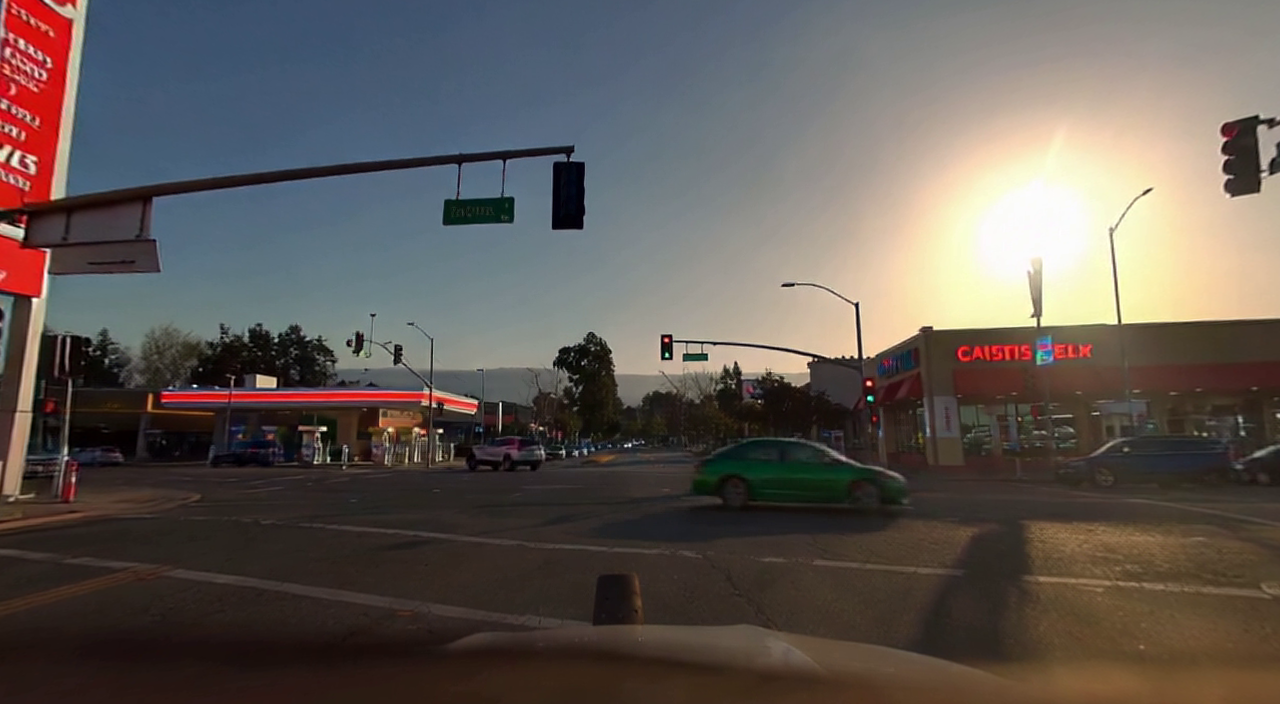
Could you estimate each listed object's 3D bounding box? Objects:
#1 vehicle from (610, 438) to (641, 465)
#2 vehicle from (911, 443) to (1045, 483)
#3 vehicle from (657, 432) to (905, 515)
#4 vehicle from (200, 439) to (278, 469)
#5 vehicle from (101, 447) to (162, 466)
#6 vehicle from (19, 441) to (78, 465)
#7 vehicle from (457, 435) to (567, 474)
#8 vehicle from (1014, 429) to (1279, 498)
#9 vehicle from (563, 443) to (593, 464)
[{"bbox_3d":[-1.115,7.073,45.151,2.083,1.764,5.011,0,-8,-3],"label":"vehicle"},{"bbox_3d":[13.328,4.355,25.026,4.435,1.457,1.766,-6,-10,33],"label":"vehicle"},{"bbox_3d":[2.891,2.473,13.285,4.670,1.458,1.959,-5,-10,29],"label":"vehicle"},{"bbox_3d":[-24.195,6.119,38.089,4.562,1.676,1.819,-5,-10,27],"label":"vehicle"},{"bbox_3d":[-40.112,8.236,49.835,4.801,1.466,1.830,-5,-10,27],"label":"vehicle"},{"bbox_3d":[-45.806,7.824,48.892,4.311,1.742,1.864,-5,-10,27],"label":"vehicle"},{"bbox_3d":[-5.747,4.569,28.290,4.568,1.643,1.911,-5,-9,26],"label":"vehicle"},{"bbox_3d":[12.313,2.747,15.811,4.681,1.495,2.096,-3,-9,21],"label":"vehicle"},{"bbox_3d":[-4.595,7.598,47.320,2.003,1.481,4.091,0,-8,-3],"label":"vehicle"}]
